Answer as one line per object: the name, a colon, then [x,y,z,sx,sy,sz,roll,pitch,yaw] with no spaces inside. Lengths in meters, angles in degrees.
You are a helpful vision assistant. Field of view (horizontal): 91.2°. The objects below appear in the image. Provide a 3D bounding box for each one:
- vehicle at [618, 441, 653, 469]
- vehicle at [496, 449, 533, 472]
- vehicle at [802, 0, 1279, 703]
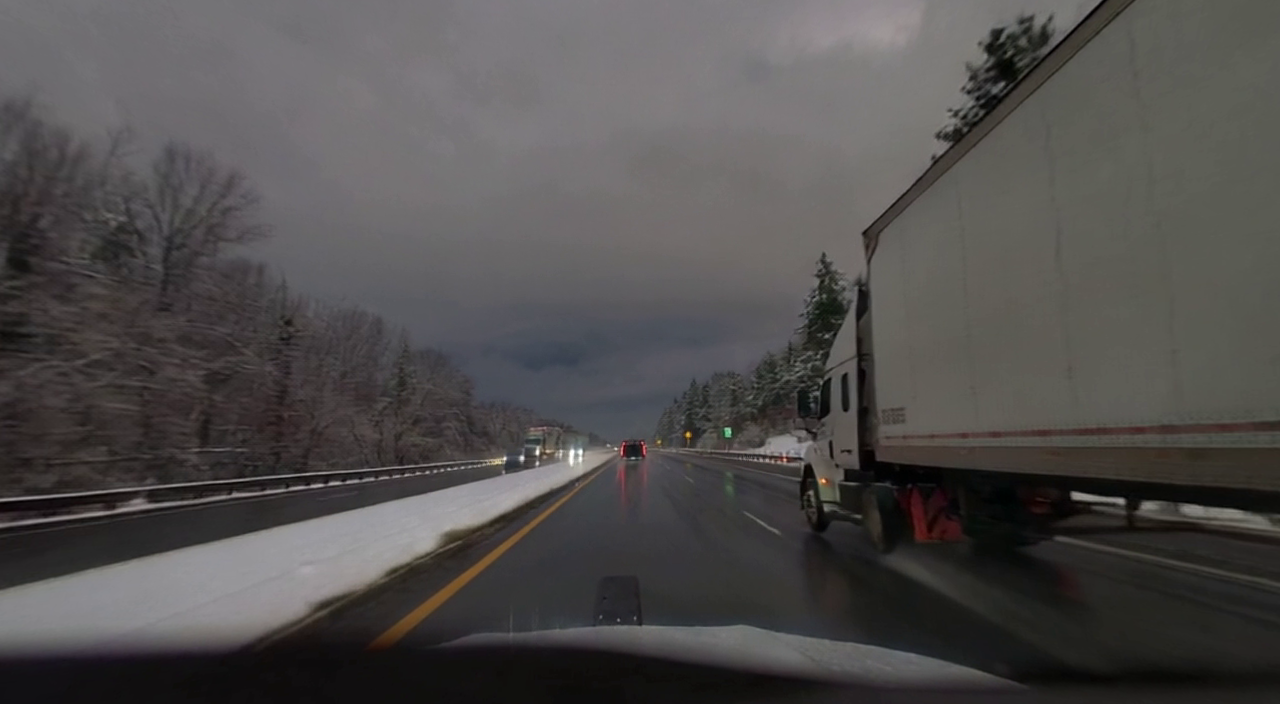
vehicle: [-0.351,6.738,41.284,2.151,1.693,4.201,0,-9,-2]
vehicle: [-9.172,7.945,46.095,1.941,1.521,4.082,0,-9,0]
vehicle: [4.297,-0.256,3.237,3.068,4.042,13.787,0,-9,-1]
